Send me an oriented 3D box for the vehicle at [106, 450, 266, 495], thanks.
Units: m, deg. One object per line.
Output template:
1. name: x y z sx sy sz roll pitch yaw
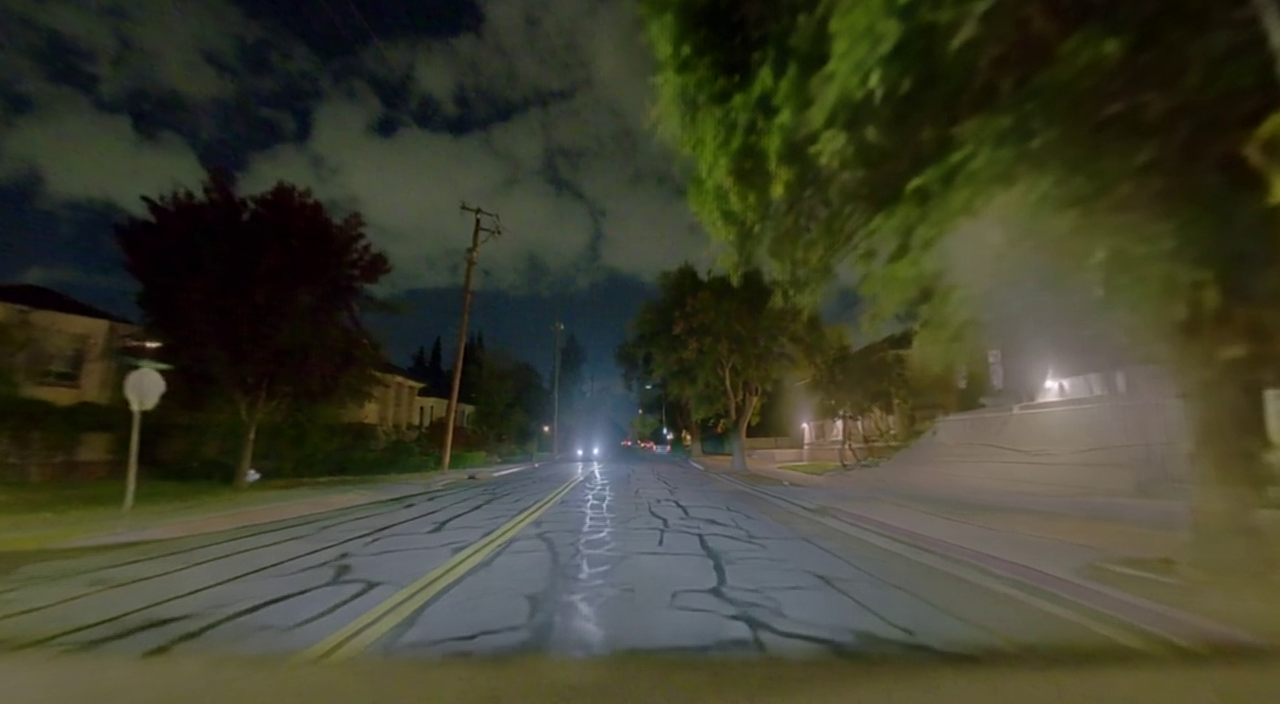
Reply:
1. vehicle: -18.627 4.941 26.117 4.874 1.675 2.197 0 -9 -1
